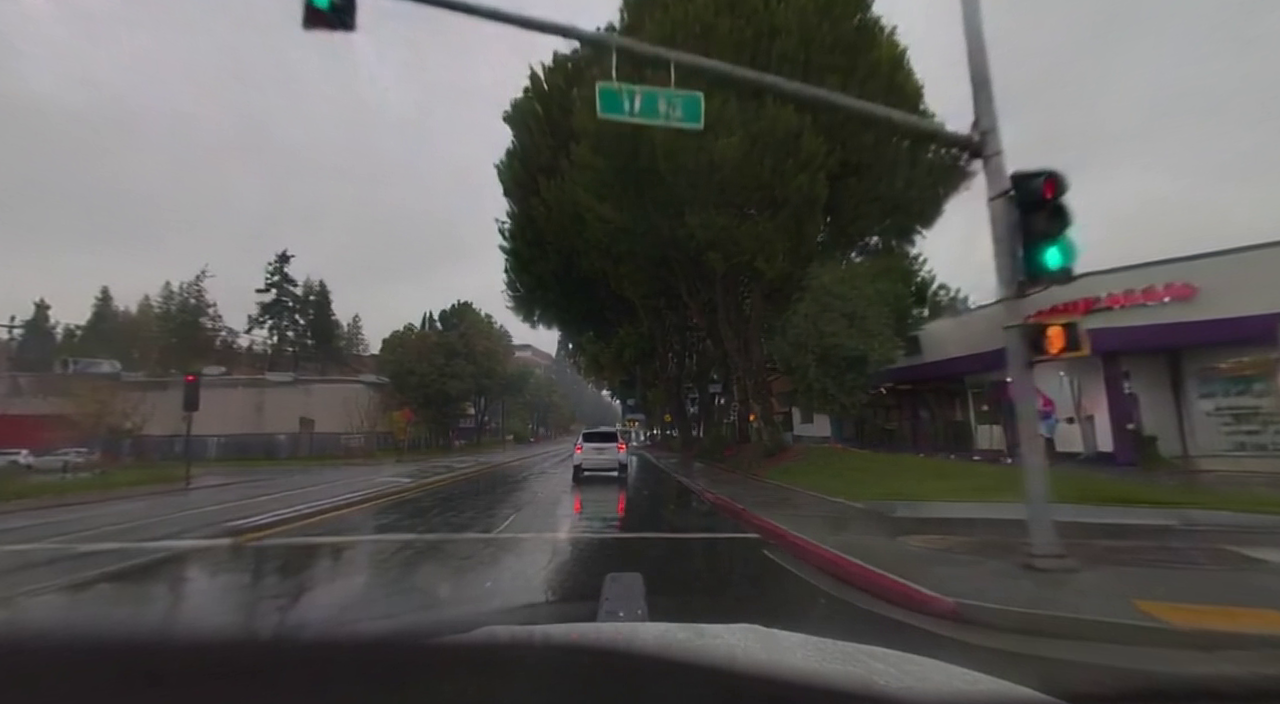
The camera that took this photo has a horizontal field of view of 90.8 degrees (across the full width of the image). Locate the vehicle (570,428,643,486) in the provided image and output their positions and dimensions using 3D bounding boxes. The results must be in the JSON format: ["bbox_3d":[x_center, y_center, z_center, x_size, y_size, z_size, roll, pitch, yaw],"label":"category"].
[{"bbox_3d":[-1.106,3.488,21.298,2.227,1.733,3.930,0,-8,-3],"label":"vehicle"}]

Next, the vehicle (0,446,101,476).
[{"bbox_3d":[-34.581,6.330,36.782,4.369,1.669,2.018,0,-8,-4],"label":"vehicle"}]
